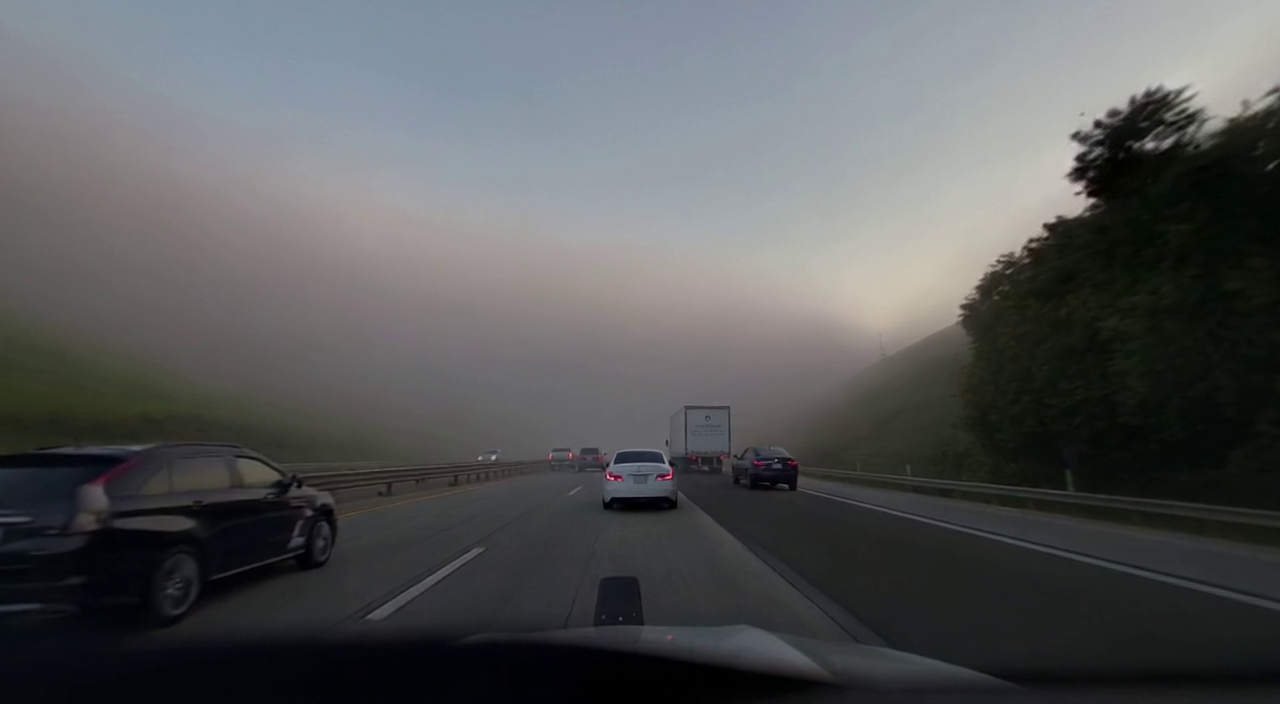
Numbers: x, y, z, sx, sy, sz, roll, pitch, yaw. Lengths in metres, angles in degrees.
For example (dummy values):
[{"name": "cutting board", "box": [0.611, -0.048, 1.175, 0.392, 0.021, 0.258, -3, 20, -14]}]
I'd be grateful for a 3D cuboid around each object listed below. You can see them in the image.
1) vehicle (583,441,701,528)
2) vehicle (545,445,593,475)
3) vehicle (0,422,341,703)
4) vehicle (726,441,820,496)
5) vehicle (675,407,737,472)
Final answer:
[{"name": "vehicle", "box": [0.040, 2.584, 12.743, 2.041, 1.484, 3.535, 0, -9, 0]}, {"name": "vehicle", "box": [-4.078, 6.282, 36.844, 2.211, 1.669, 4.224, 0, -9, 2]}, {"name": "vehicle", "box": [-4.270, 1.389, 5.003, 1.848, 1.486, 3.832, 0, -9, 1]}, {"name": "vehicle", "box": [4.203, 3.759, 20.751, 2.029, 1.579, 4.484, 0, -9, -1]}, {"name": "vehicle", "box": [4.619, 6.805, 47.938, 3.194, 4.038, 16.301, 0, -9, 1]}]
